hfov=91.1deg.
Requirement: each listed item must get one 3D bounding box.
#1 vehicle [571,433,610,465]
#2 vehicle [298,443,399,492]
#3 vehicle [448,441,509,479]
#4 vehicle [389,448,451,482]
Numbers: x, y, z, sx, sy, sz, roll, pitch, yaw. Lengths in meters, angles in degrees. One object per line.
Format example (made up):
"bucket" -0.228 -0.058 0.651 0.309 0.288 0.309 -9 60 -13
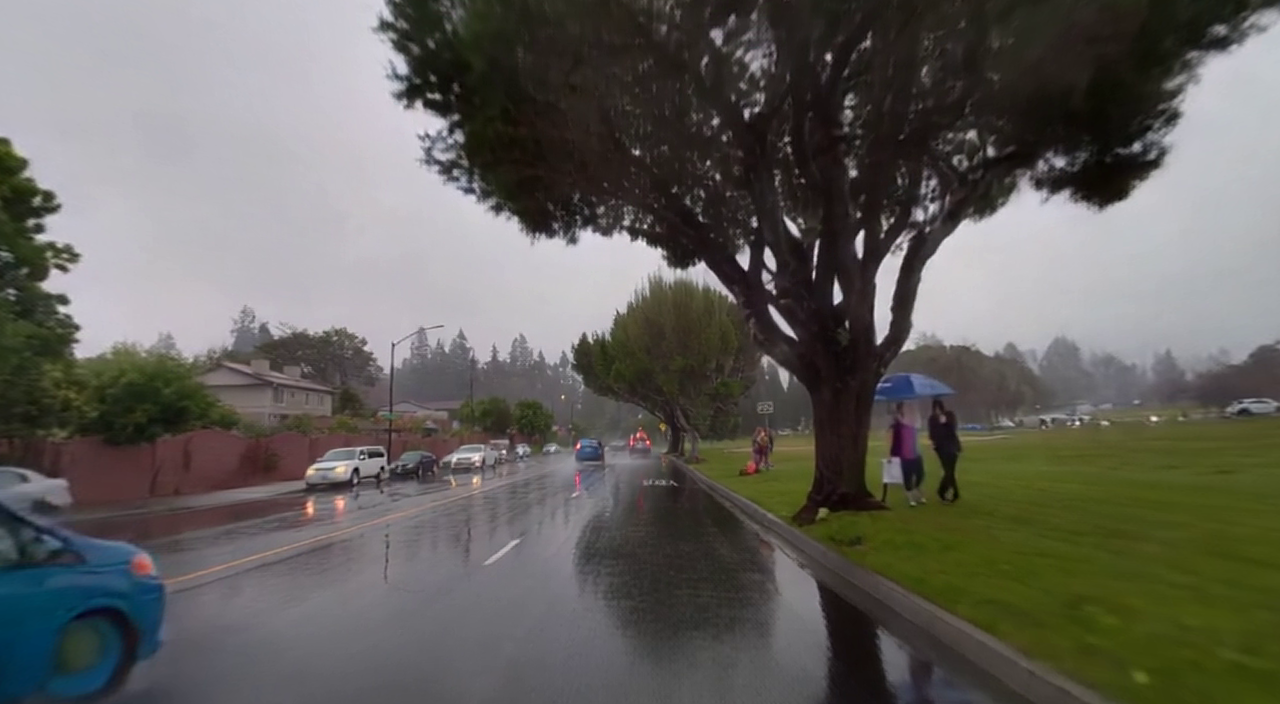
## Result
"vehicle" -2.939 5.825 37.842 1.908 1.809 4.230 0 -8 1
"vehicle" -12.042 4.753 26.377 1.904 1.728 4.997 2 -8 -1
"vehicle" -8.884 5.946 34.934 2.019 1.907 4.697 0 -8 1
"vehicle" -12.101 6.207 34.870 1.910 1.462 4.581 -3 -7 -2
